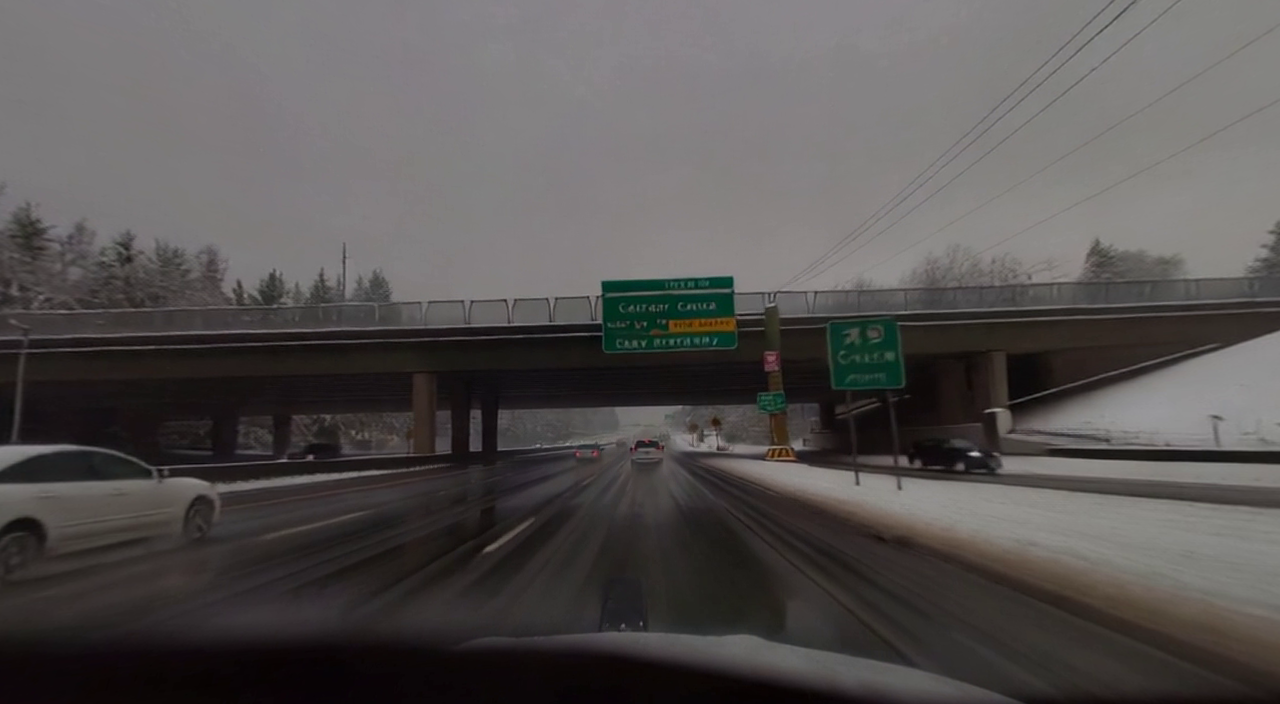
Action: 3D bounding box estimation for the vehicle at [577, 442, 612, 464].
[{"bbox_3d":[-3.182,7.145,44.701,2.056,1.464,4.564,0,-8,1],"label":"vehicle"}]

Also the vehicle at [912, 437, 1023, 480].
[{"bbox_3d":[13.790,4.484,26.891,2.009,1.675,4.196,1,-8,-8],"label":"vehicle"}]

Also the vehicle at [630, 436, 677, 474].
[{"bbox_3d":[0.606,5.019,31.007,2.152,1.697,4.066,0,-8,0],"label":"vehicle"}]

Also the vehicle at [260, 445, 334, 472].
[{"bbox_3d":[-20.711,6.423,38.279,1.896,1.547,4.498,0,-8,1],"label":"vehicle"}]

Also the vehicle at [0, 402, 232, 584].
[{"bbox_3d":[-7.314,1.531,7.223,2.090,1.765,4.612,0,-8,1],"label":"vehicle"}]
